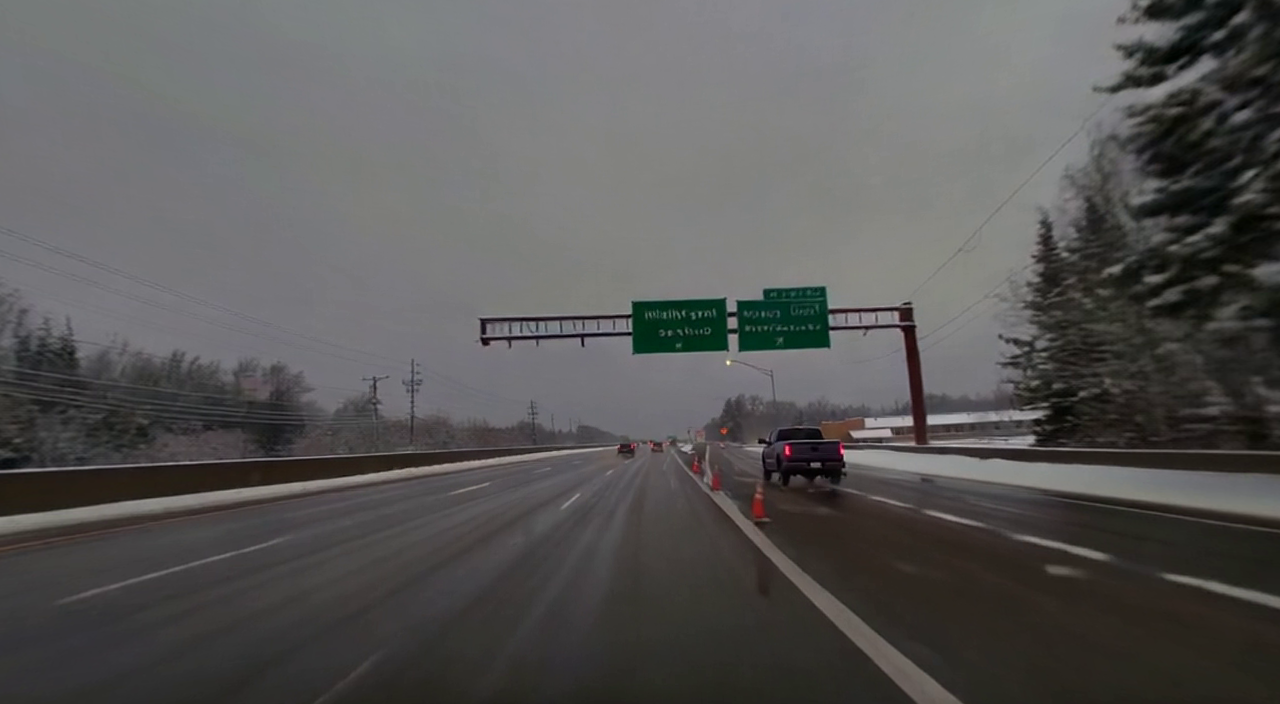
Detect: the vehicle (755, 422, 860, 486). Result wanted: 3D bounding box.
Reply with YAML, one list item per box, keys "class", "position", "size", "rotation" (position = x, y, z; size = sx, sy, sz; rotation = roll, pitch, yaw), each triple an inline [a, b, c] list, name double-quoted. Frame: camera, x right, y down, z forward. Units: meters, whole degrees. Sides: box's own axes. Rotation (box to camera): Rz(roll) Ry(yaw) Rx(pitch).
- class: "vehicle"
  position: [5.362, 3.347, 20.992]
  size: [2.186, 1.840, 5.289]
  rotation: [0, -8, 2]
